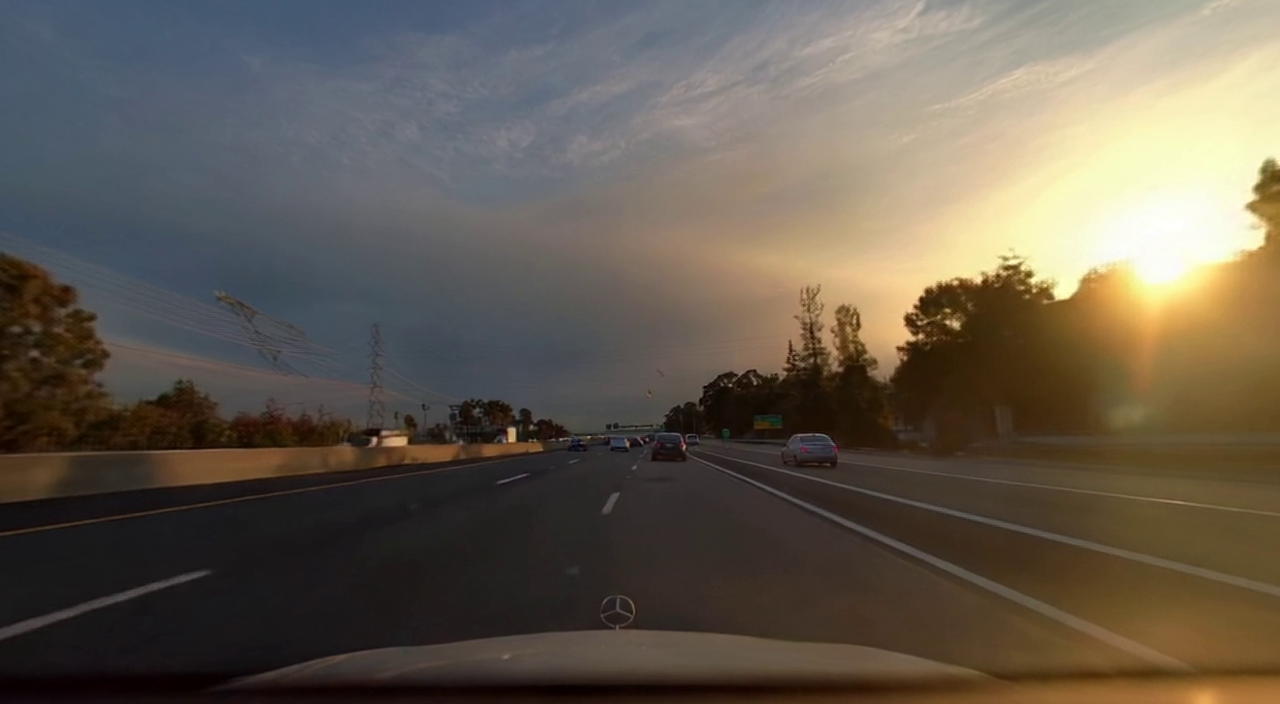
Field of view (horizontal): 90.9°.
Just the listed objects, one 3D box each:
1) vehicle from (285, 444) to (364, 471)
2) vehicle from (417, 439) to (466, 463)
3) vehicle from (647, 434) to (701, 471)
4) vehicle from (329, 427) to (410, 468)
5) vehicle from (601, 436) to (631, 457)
[{"bbox_3d":[-20.549,6.844,41.333,2.493,1.560,4.946,0,-7,1],"label":"vehicle"},{"bbox_3d":[-13.626,6.779,43.472,1.858,1.511,4.027,0,-7,2],"label":"vehicle"},{"bbox_3d":[1.530,4.742,30.184,2.240,1.646,4.949,0,-7,-1],"label":"vehicle"},{"bbox_3d":[-20.625,7.289,48.578,2.734,2.836,7.380,0,-7,2],"label":"vehicle"},{"bbox_3d":[-1.815,7.248,48.593,2.103,1.512,4.155,0,-7,1],"label":"vehicle"}]
